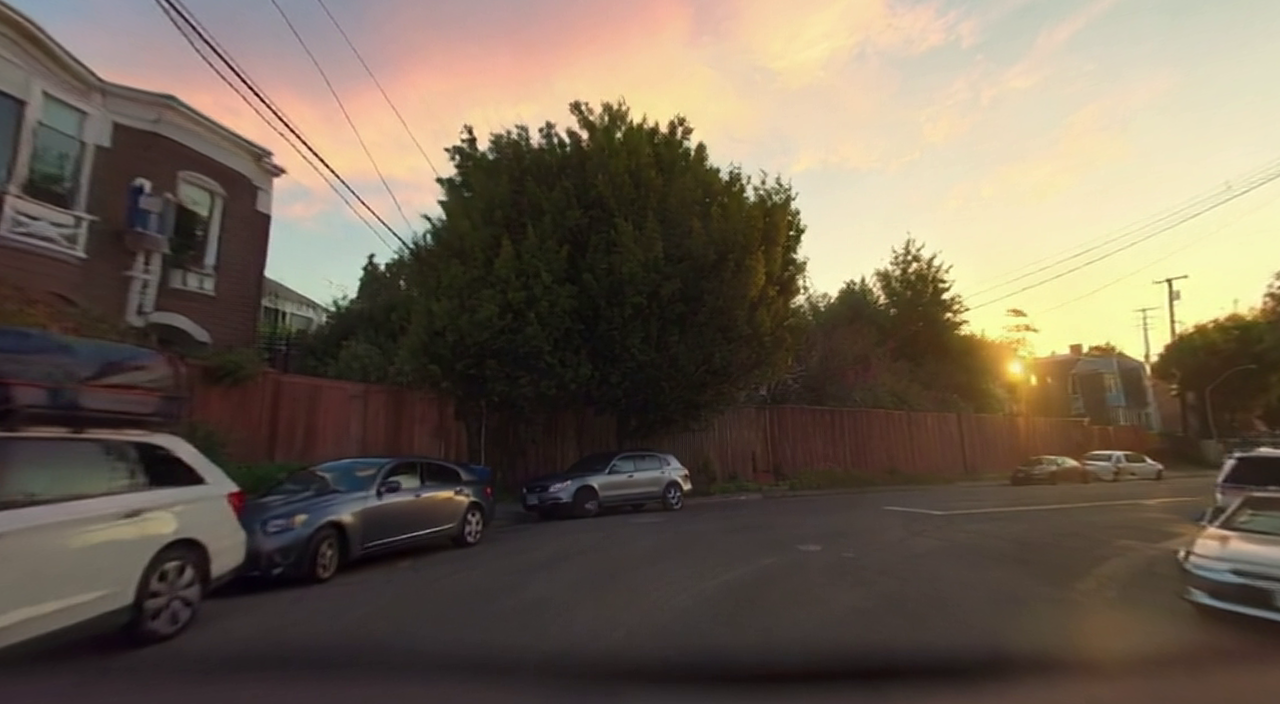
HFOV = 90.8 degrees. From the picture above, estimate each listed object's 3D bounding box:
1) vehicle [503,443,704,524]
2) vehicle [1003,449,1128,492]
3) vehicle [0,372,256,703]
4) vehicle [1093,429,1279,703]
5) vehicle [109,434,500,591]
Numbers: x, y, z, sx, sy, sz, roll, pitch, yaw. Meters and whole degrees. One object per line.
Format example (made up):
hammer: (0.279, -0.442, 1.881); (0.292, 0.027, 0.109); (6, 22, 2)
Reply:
vehicle: (-0.718, 2.865, 14.476); (4.217, 1.547, 2.082); (8, -11, -43)
vehicle: (16.497, 4.529, 24.461); (4.731, 1.478, 1.930); (5, -9, -28)
vehicle: (-4.407, 0.972, 2.871); (2.247, 1.702, 5.043); (-4, -11, -1)
vehicle: (5.053, 1.395, 4.920); (2.054, 1.509, 4.671); (-6, -10, 39)
vehicle: (-3.895, 2.014, 8.567); (1.943, 1.475, 4.701); (-5, -11, 14)
